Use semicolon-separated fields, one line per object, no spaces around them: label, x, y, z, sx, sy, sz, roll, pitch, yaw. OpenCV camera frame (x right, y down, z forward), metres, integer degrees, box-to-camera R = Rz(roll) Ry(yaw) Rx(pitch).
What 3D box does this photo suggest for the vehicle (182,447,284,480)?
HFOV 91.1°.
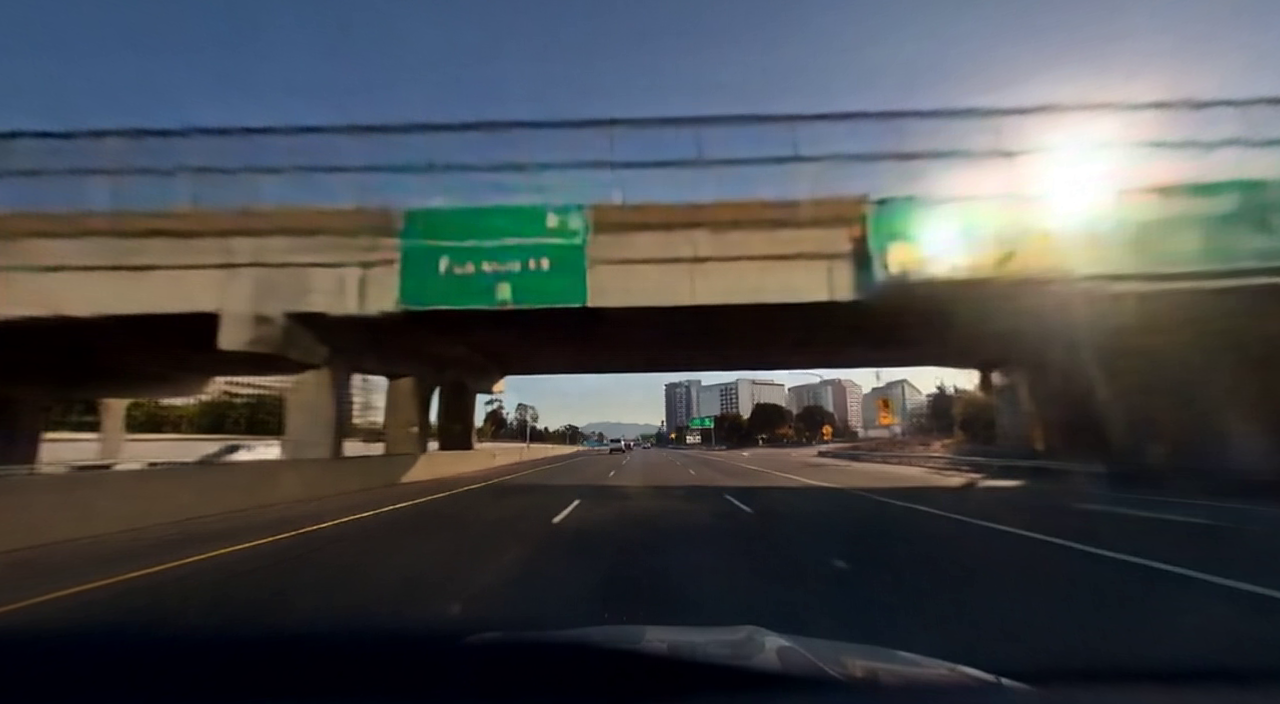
vehicle;-20.420;5.566;31.761;1.913;1.511;4.746;0;-8;1
